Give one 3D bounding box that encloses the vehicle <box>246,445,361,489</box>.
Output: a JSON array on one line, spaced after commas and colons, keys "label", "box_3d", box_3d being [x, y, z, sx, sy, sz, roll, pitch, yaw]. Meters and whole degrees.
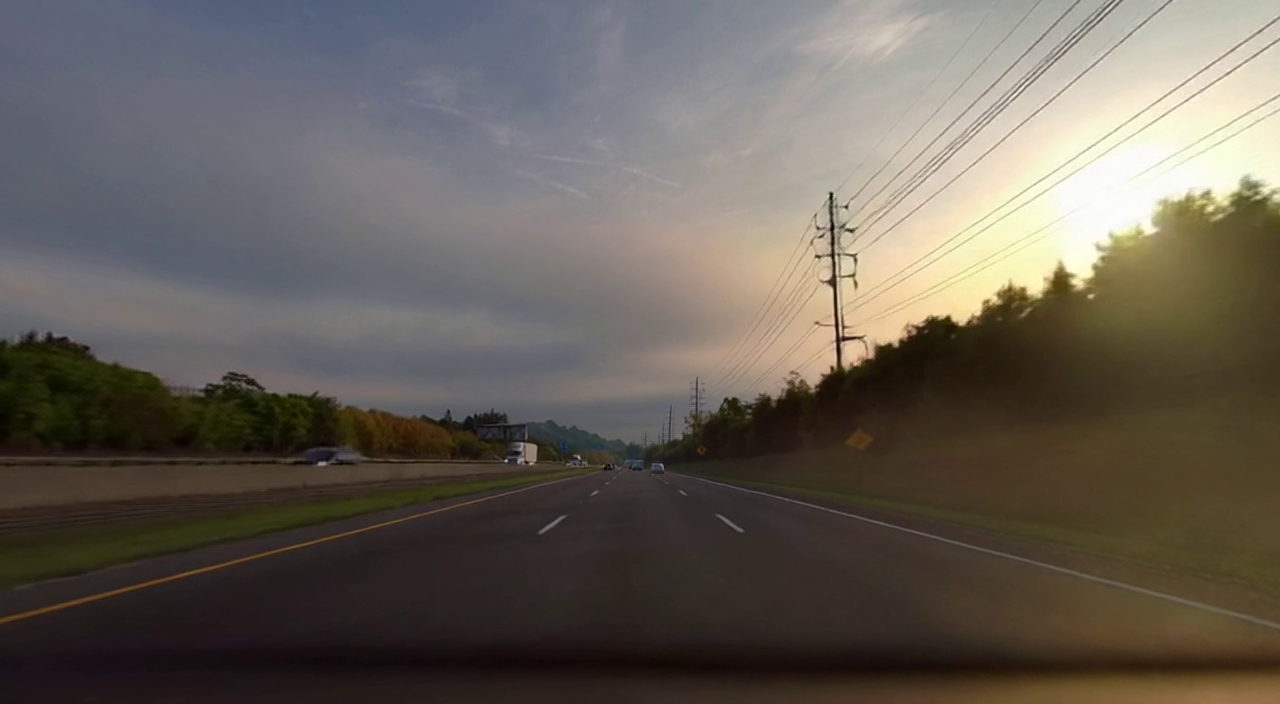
[{"label": "vehicle", "box_3d": [-12.672, 4.391, 24.108, 1.971, 1.490, 4.431, 1, -10, -1]}]
